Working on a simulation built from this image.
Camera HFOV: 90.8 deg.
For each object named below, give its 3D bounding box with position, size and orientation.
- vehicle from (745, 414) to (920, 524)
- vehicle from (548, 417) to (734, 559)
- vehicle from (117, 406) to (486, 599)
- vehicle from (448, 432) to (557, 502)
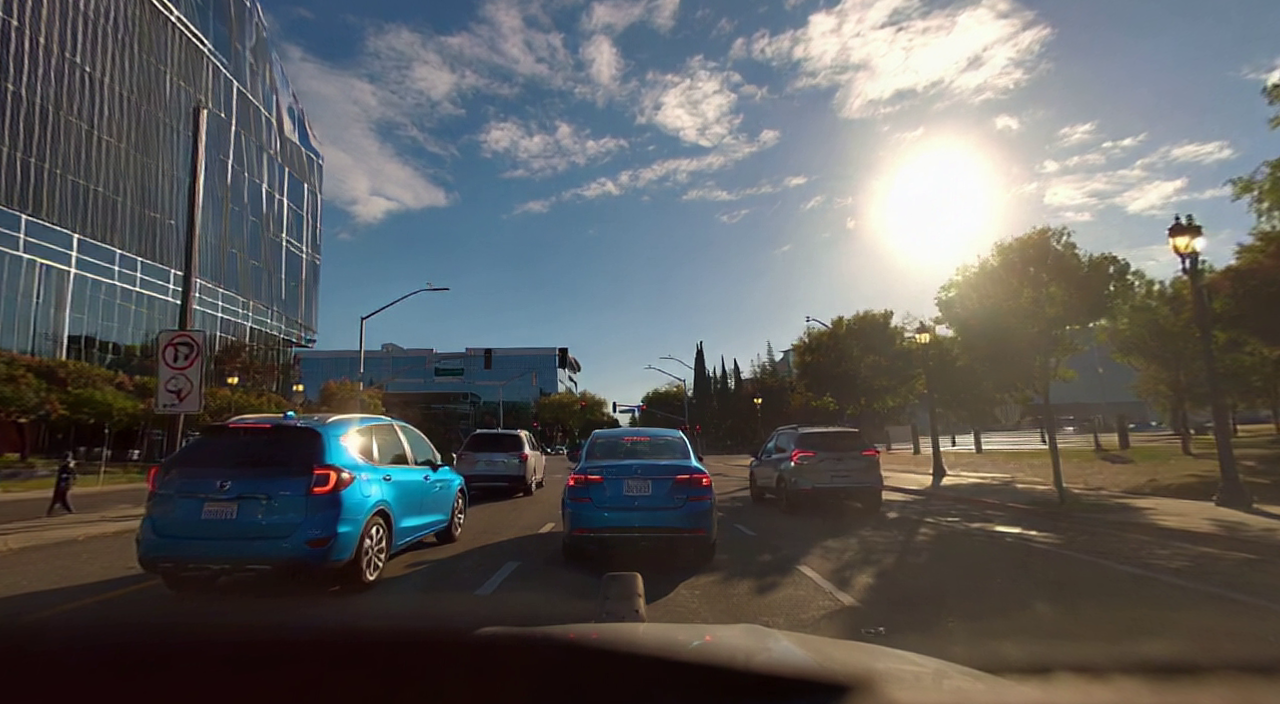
[{"bbox_3d":[3.618,2.307,12.960,2.026,1.819,4.579,0,-8,-1],"label":"vehicle"},{"bbox_3d":[-0.026,1.917,9.639,2.207,1.659,4.155,0,-8,-1],"label":"vehicle"},{"bbox_3d":[-3.540,1.654,7.847,2.083,1.691,4.398,0,-8,1],"label":"vehicle"},{"bbox_3d":[-3.644,3.125,17.609,2.068,1.678,4.199,0,-8,0],"label":"vehicle"}]
